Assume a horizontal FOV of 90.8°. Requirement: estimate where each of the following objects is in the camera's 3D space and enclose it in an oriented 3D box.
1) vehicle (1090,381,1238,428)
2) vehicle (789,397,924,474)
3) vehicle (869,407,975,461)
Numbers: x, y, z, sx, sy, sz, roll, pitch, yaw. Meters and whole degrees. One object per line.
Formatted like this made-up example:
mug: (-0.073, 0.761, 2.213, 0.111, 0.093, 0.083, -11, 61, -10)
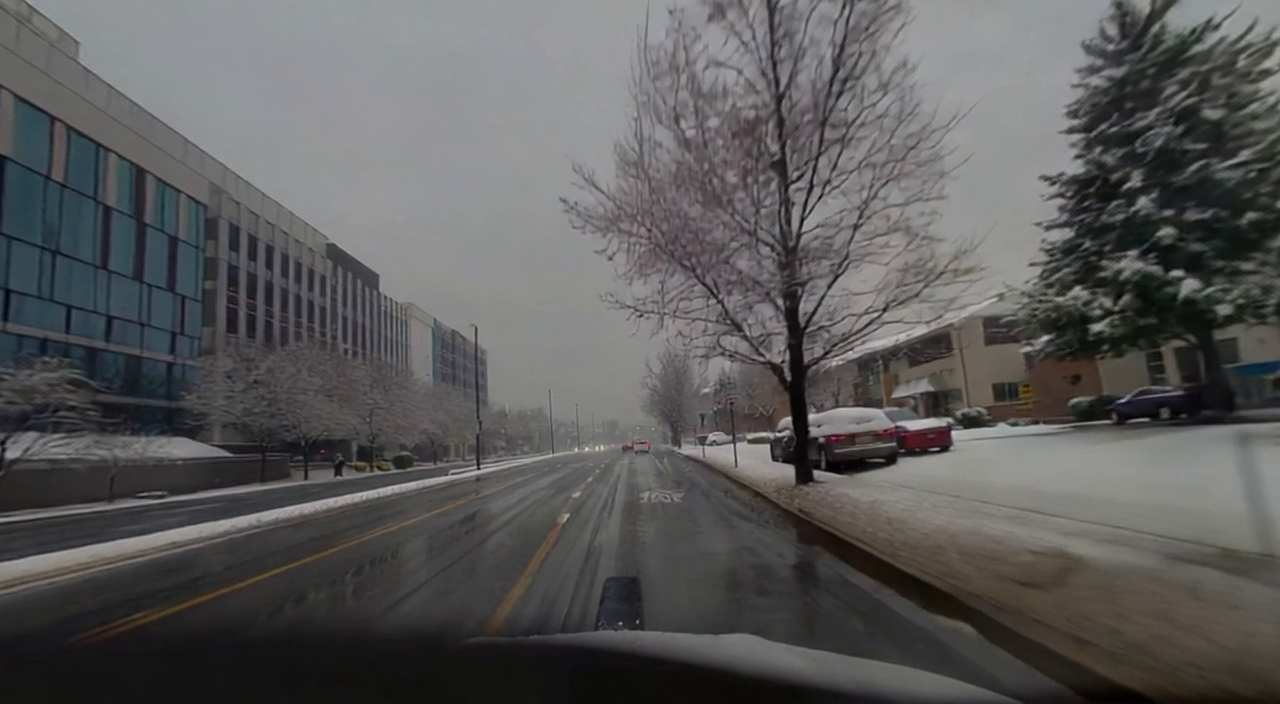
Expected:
vehicle: (19.832, 2.106, 24.236, 1.890, 1.492, 4.494, 0, -9, 2)
vehicle: (6.444, 2.621, 19.610, 2.160, 1.944, 5.086, -3, -8, -2)
vehicle: (8.851, 2.650, 20.184, 1.842, 1.535, 3.638, 0, -9, 3)
